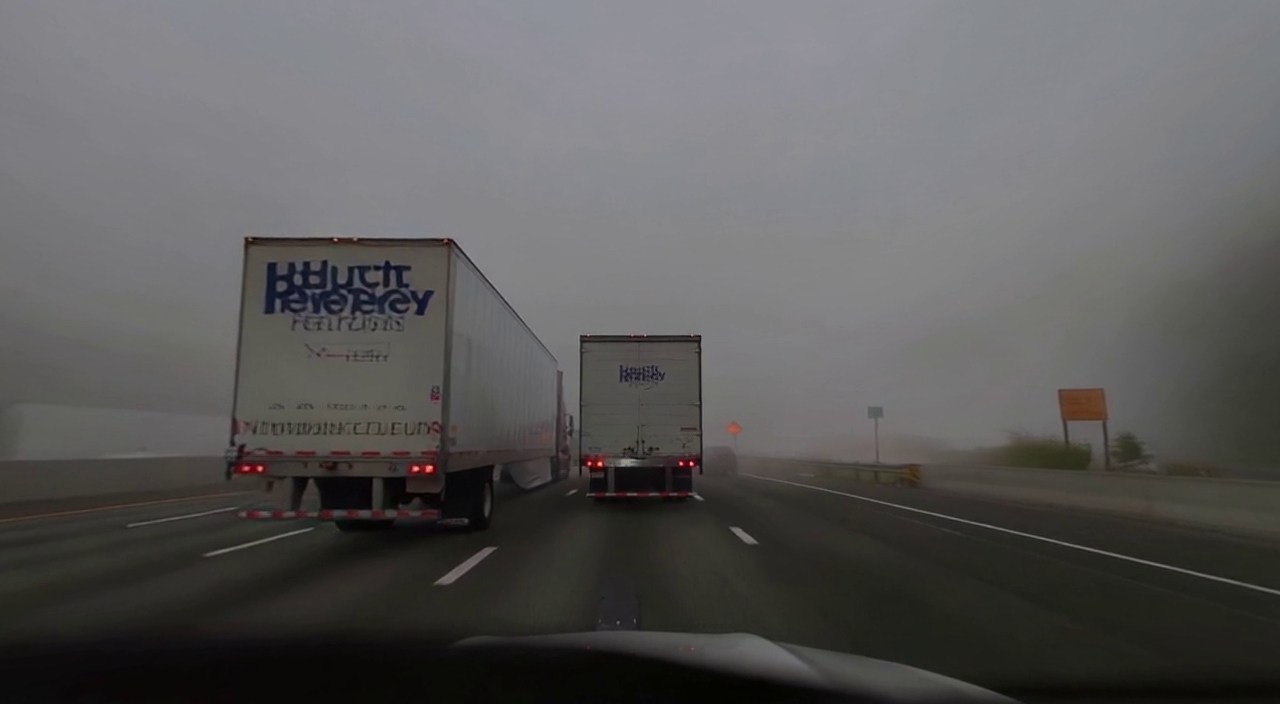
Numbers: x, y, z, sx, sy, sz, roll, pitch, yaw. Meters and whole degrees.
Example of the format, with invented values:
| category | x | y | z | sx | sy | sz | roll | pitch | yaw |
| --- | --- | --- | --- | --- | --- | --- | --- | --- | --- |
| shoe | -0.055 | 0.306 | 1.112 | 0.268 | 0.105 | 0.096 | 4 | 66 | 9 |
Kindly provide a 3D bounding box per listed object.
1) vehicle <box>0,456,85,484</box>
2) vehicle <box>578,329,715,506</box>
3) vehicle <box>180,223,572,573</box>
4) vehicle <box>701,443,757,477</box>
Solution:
| category | x | y | z | sx | sy | sz | roll | pitch | yaw |
| --- | --- | --- | --- | --- | --- | --- | --- | --- | --- |
| vehicle | -31.964 | 6.169 | 33.294 | 2.002 | 1.318 | 3.679 | 0 | -9 | 1 |
| vehicle | 0.068 | 2.105 | 18.511 | 2.910 | 3.828 | 9.805 | 0 | -9 | -1 |
| vehicle | -3.852 | 1.643 | 15.318 | 2.873 | 4.107 | 15.970 | 0 | -9 | -1 |
| vehicle | 4.108 | 5.063 | 29.962 | 2.010 | 1.446 | 4.579 | 0 | -9 | 0 |
